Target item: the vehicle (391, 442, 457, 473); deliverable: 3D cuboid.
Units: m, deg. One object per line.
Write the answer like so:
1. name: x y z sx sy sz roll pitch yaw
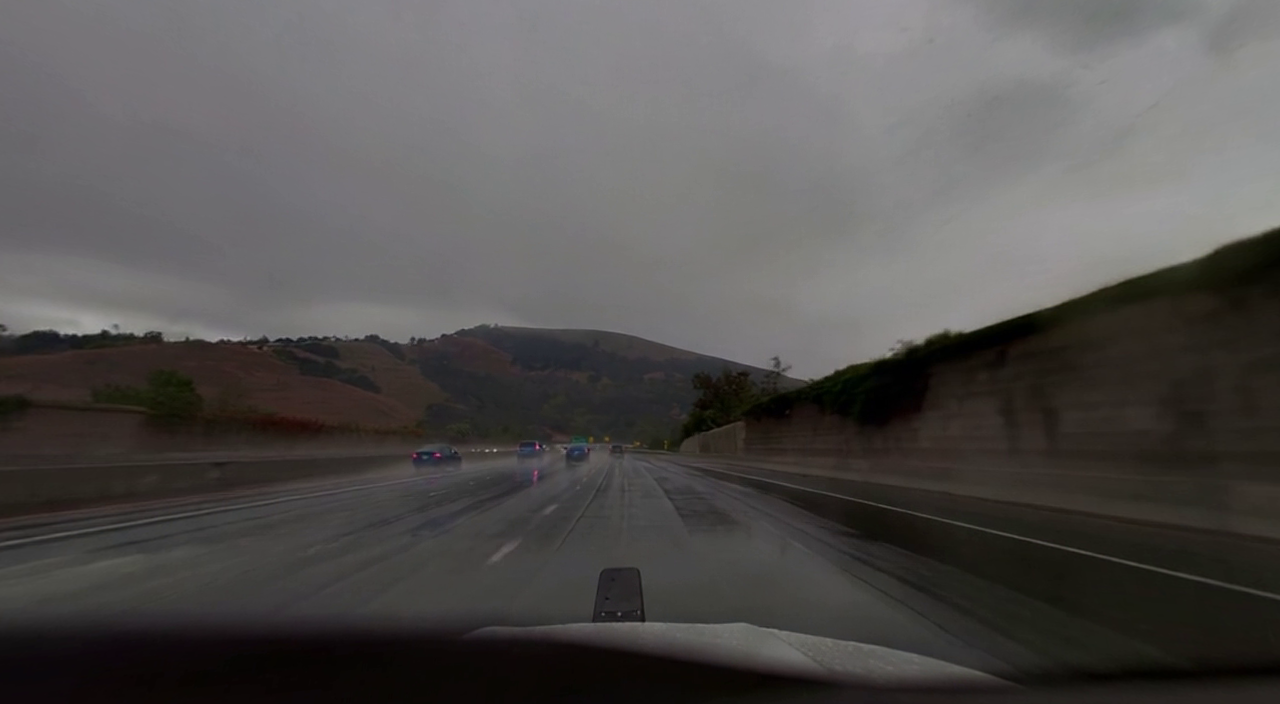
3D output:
1. vehicle: -11.270 5.528 33.343 1.949 1.475 4.740 0 -9 -1
